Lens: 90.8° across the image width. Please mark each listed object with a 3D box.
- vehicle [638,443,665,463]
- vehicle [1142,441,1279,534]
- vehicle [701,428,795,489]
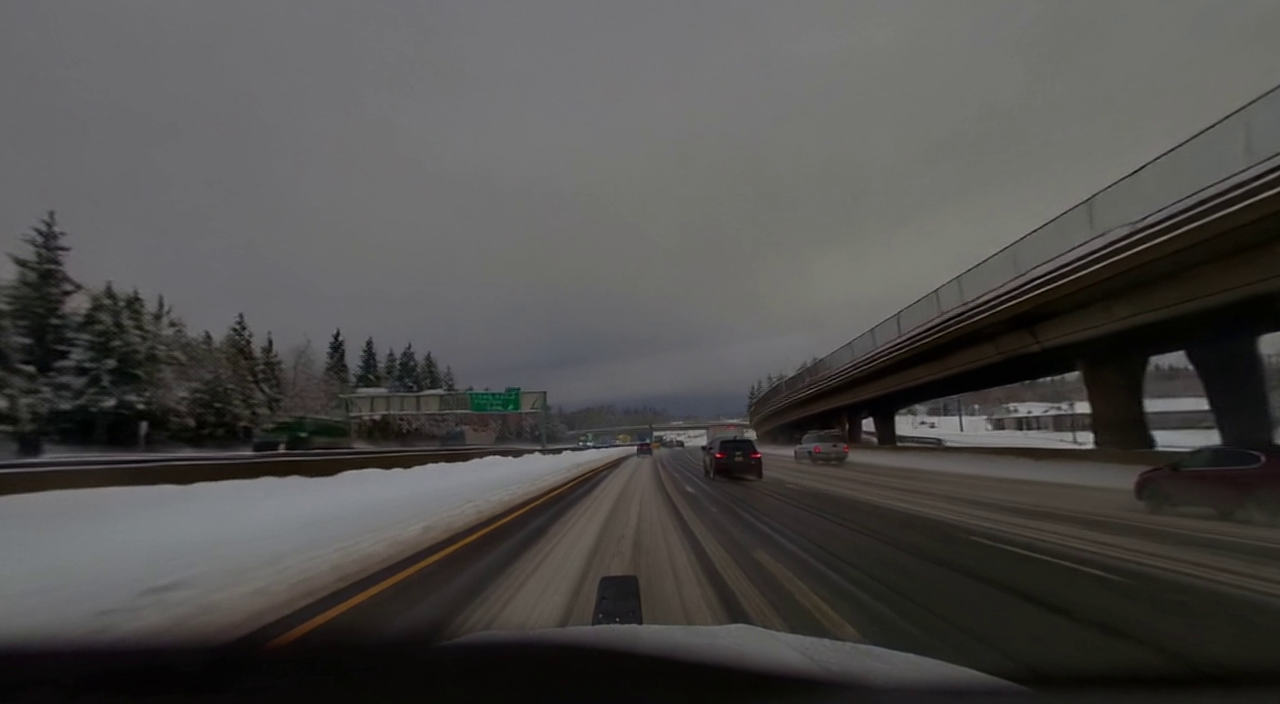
[{"bbox_3d":[0.887,7.828,48.997,2.046,1.475,3.784,-1,-9,1],"label":"vehicle"},{"bbox_3d":[11.014,2.192,10.395,1.827,1.448,4.370,0,-9,-1],"label":"vehicle"},{"bbox_3d":[3.414,3.521,21.114,2.226,1.779,4.835,0,-9,-1],"label":"vehicle"}]
